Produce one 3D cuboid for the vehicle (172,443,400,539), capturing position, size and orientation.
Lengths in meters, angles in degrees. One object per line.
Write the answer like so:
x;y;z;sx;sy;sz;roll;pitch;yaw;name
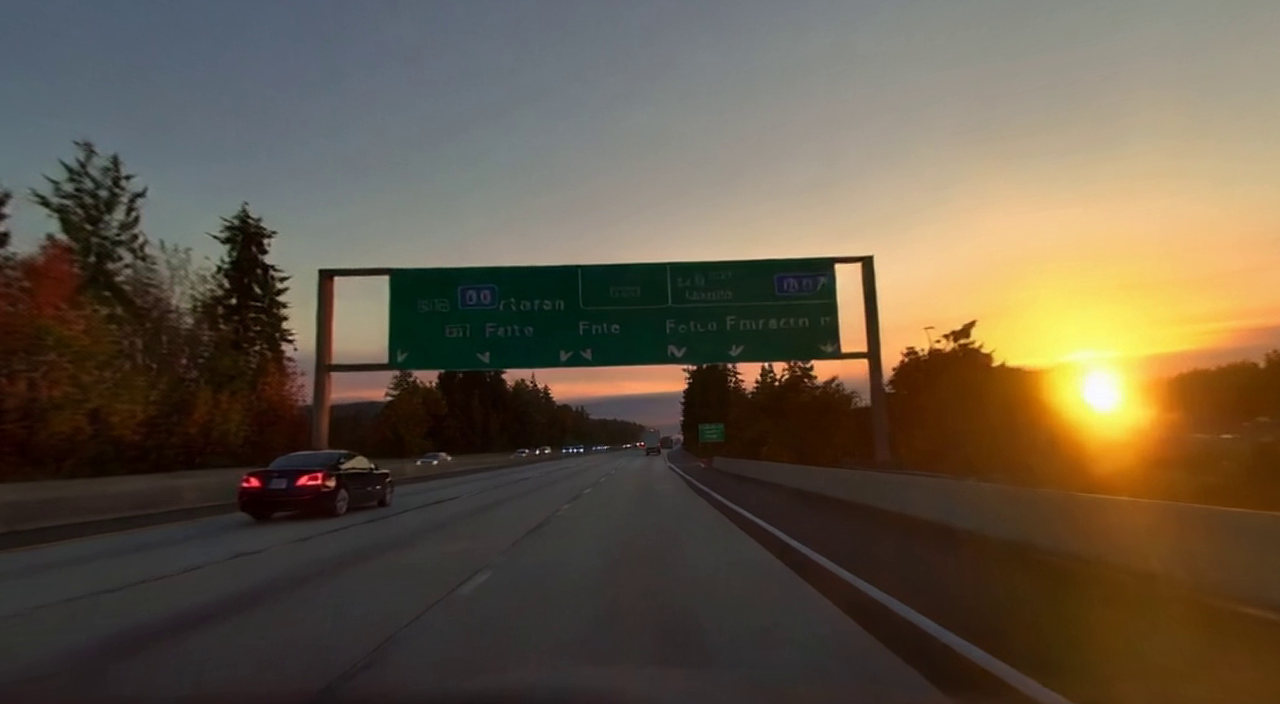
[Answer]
-6.611;2.601;12.419;1.956;1.538;4.318;0;-9;0;vehicle
